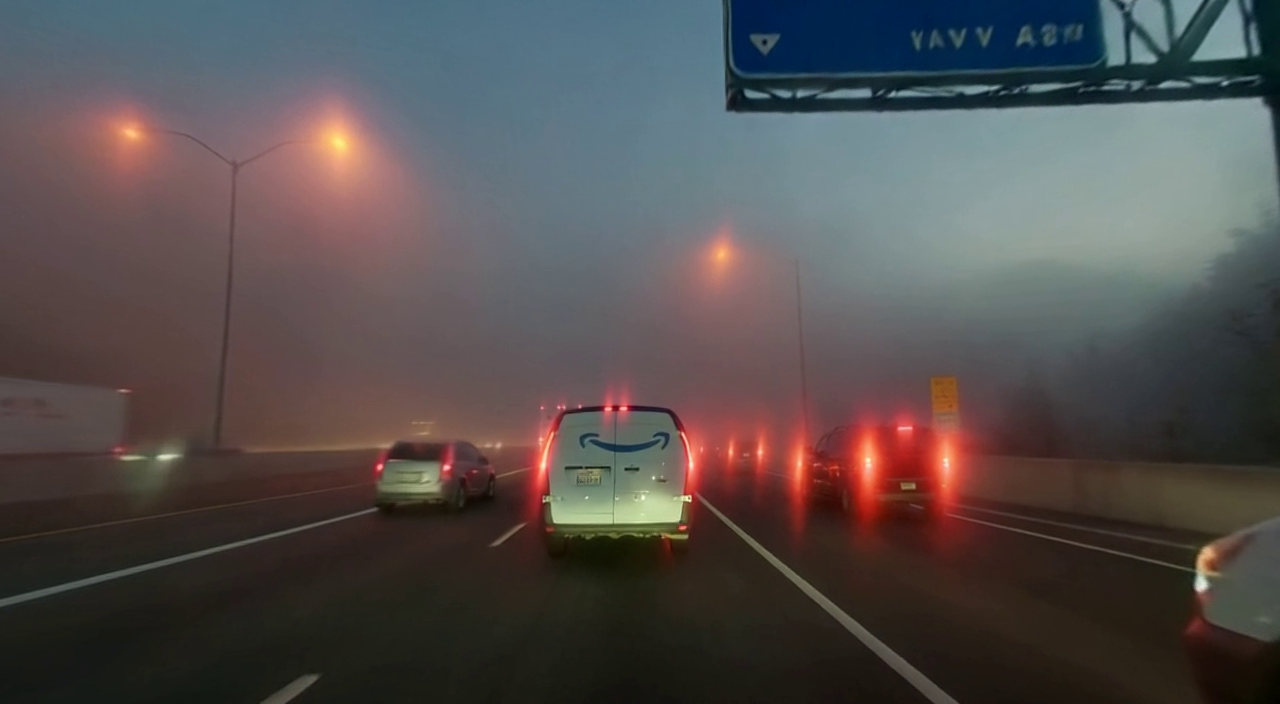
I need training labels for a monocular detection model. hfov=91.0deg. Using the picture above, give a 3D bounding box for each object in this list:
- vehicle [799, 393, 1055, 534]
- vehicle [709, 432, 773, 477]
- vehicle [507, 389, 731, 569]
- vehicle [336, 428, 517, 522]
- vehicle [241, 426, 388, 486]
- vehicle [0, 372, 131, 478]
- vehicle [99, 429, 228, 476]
[{"bbox_3d":[4.794,1.990,11.741,2.179,1.999,5.331,1,-9,-1],"label":"vehicle"},{"bbox_3d":[4.183,4.351,26.868,2.064,1.720,4.416,0,-8,1],"label":"vehicle"},{"bbox_3d":[-0.205,1.627,8.732,2.287,1.823,4.369,0,-9,0],"label":"vehicle"},{"bbox_3d":[-3.913,2.328,12.494,1.983,1.496,4.371,0,-8,1],"label":"vehicle"},{"bbox_3d":[-10.397,3.365,20.657,2.191,1.708,4.784,0,-8,1],"label":"vehicle"},{"bbox_3d":[-22.979,2.529,21.703,3.003,3.521,9.197,0,-9,1],"label":"vehicle"},{"bbox_3d":[-15.833,3.351,21.158,1.578,1.432,3.491,0,-9,0],"label":"vehicle"}]
